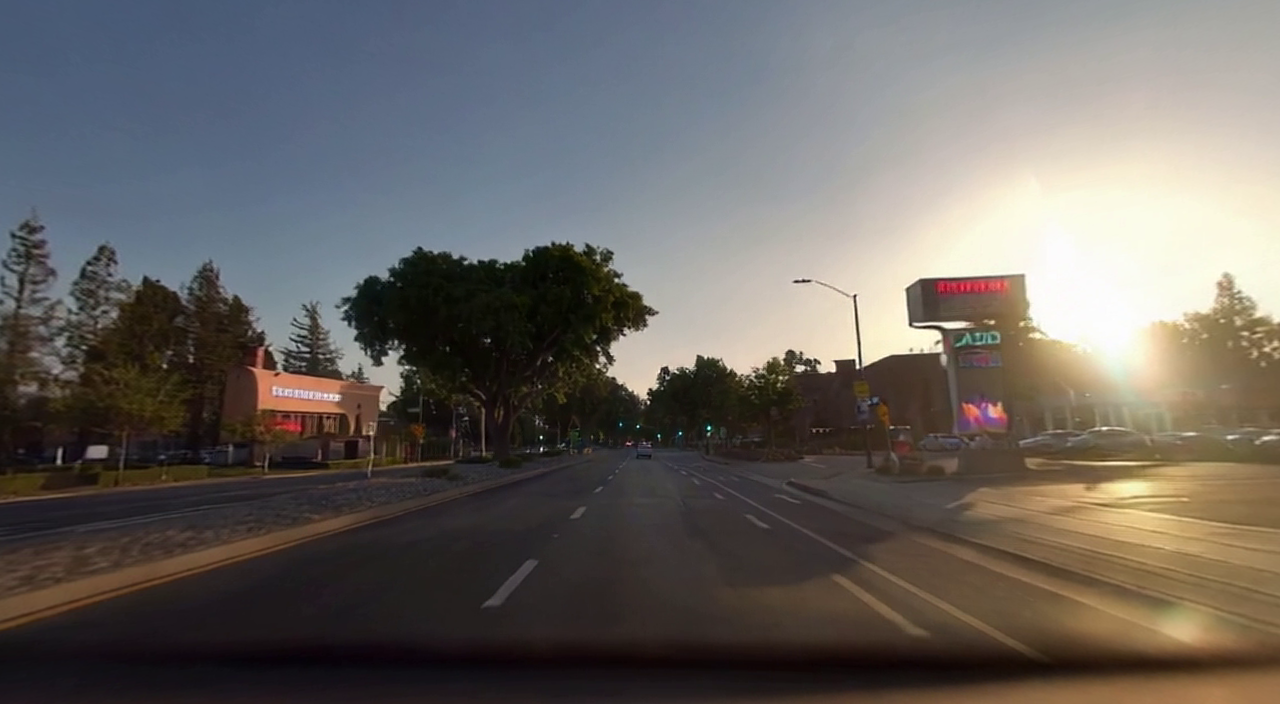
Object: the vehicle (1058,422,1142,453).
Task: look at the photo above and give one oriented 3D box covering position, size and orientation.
[{"bbox_3d":[31.193,5.881,43.062,1.966,1.767,4.697,-4,-10,-2],"label":"vehicle"}]
